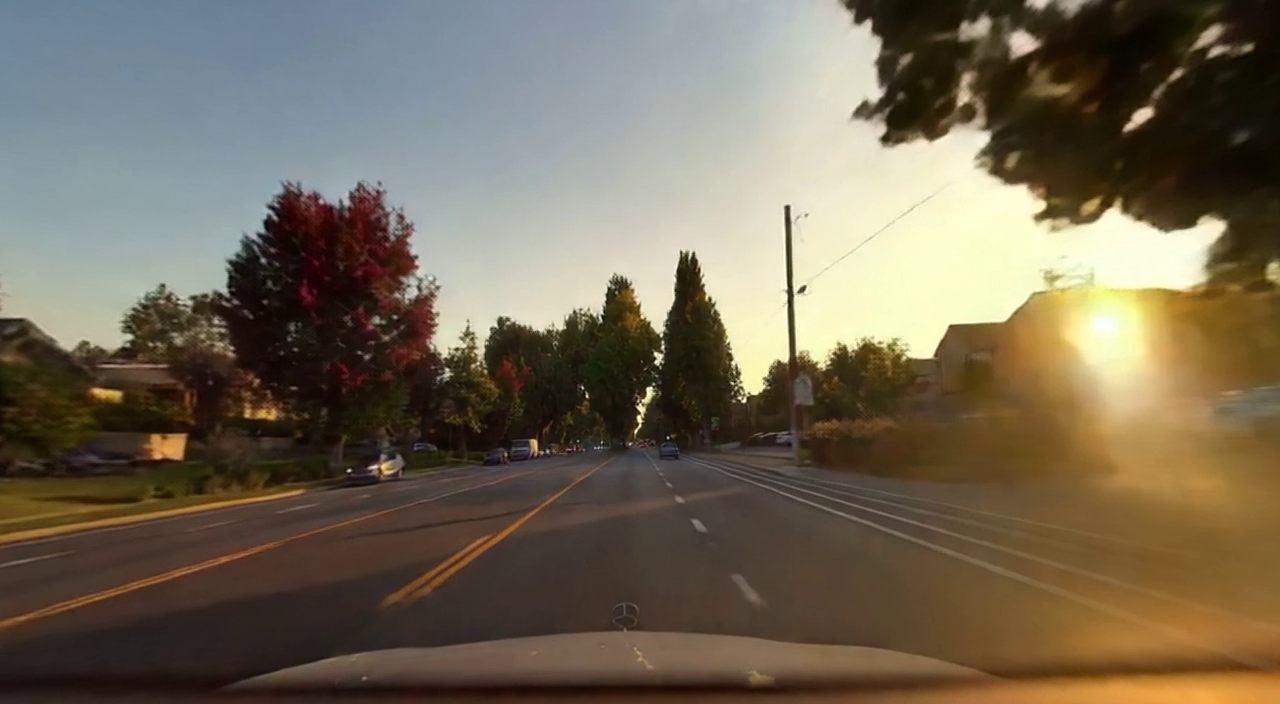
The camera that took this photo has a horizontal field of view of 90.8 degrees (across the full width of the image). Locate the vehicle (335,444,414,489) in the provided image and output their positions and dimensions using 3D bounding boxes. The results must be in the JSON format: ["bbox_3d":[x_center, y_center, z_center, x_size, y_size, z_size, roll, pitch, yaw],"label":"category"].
[{"bbox_3d":[-12.342,5.305,29.690,2.000,1.821,4.314,-2,-8,-3],"label":"vehicle"}]
